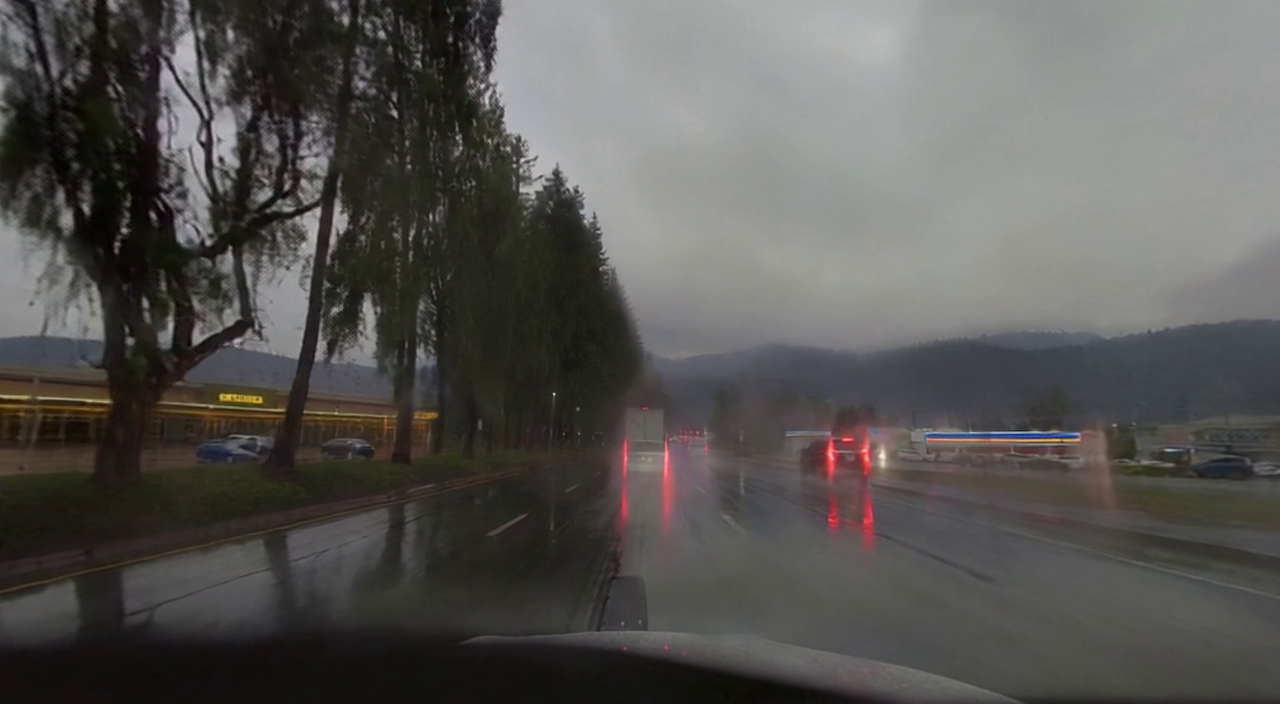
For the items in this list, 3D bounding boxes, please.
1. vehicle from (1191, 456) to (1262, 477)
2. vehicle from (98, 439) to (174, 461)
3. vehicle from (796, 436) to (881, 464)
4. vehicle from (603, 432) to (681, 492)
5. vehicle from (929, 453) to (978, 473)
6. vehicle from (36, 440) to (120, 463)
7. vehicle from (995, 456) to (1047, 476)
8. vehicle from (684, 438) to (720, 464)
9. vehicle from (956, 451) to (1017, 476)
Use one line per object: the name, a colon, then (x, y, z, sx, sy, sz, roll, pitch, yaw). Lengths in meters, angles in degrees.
vehicle: (46.631, 9.102, 49.982, 1.891, 1.495, 4.028, -1, -8, 4)
vehicle: (-35.665, 6.958, 44.545, 3.714, 1.510, 1.917, 4, -9, -23)
vehicle: (12.903, 6.419, 41.113, 4.887, 1.734, 2.014, 0, -8, 2)
vehicle: (0.060, 3.362, 19.555, 2.193, 1.651, 3.946, 0, -8, 0)
vehicle: (24.733, 8.734, 49.577, 1.751, 1.439, 3.847, 0, -8, -2)
vehicle: (-36.650, 6.485, 41.026, 3.640, 1.447, 1.788, 4, -9, -26)
vehicle: (30.215, 9.049, 49.938, 1.745, 1.464, 3.716, 0, -8, -1)
vehicle: (4.288, 6.904, 43.946, 2.088, 1.655, 4.360, 0, -8, 0)
vehicle: (27.324, 8.788, 49.713, 2.108, 1.735, 4.476, 1, -8, -2)
